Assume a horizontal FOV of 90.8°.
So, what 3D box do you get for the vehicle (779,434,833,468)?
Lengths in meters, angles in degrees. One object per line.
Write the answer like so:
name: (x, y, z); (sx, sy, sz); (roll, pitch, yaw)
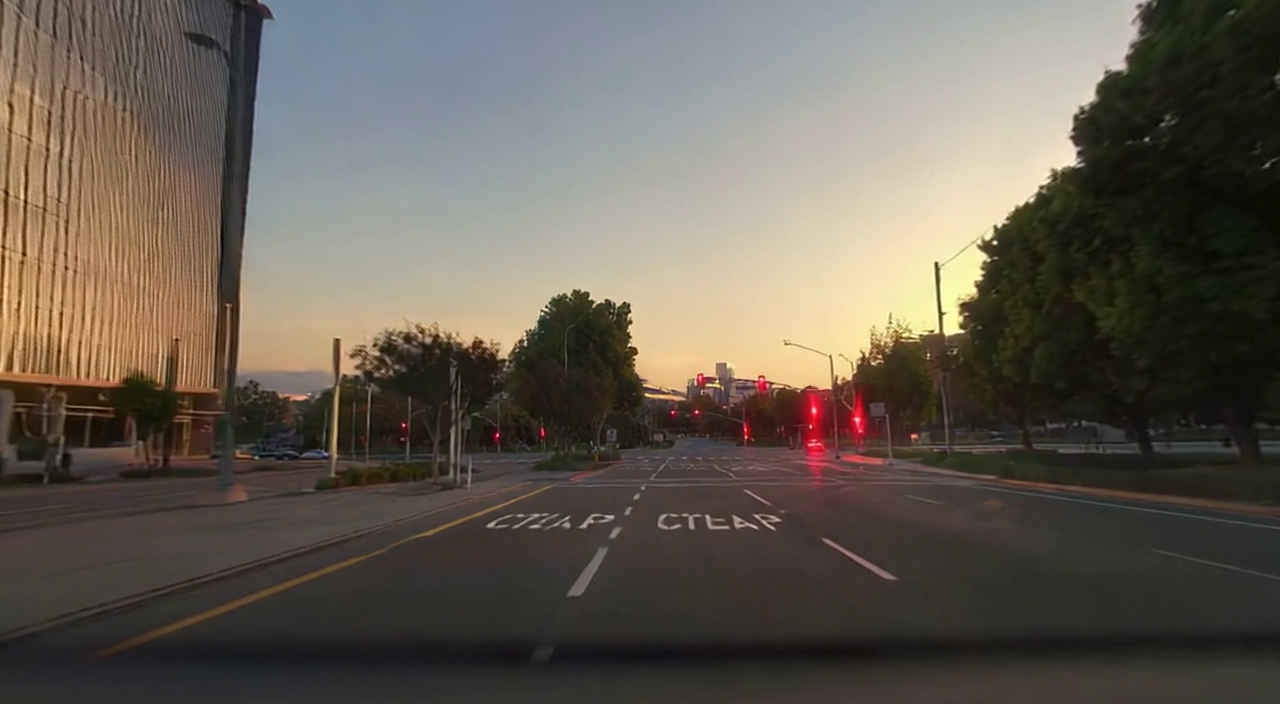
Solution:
vehicle: (9.853, 5.917, 37.933); (2.156, 1.881, 4.743); (0, -8, 2)
